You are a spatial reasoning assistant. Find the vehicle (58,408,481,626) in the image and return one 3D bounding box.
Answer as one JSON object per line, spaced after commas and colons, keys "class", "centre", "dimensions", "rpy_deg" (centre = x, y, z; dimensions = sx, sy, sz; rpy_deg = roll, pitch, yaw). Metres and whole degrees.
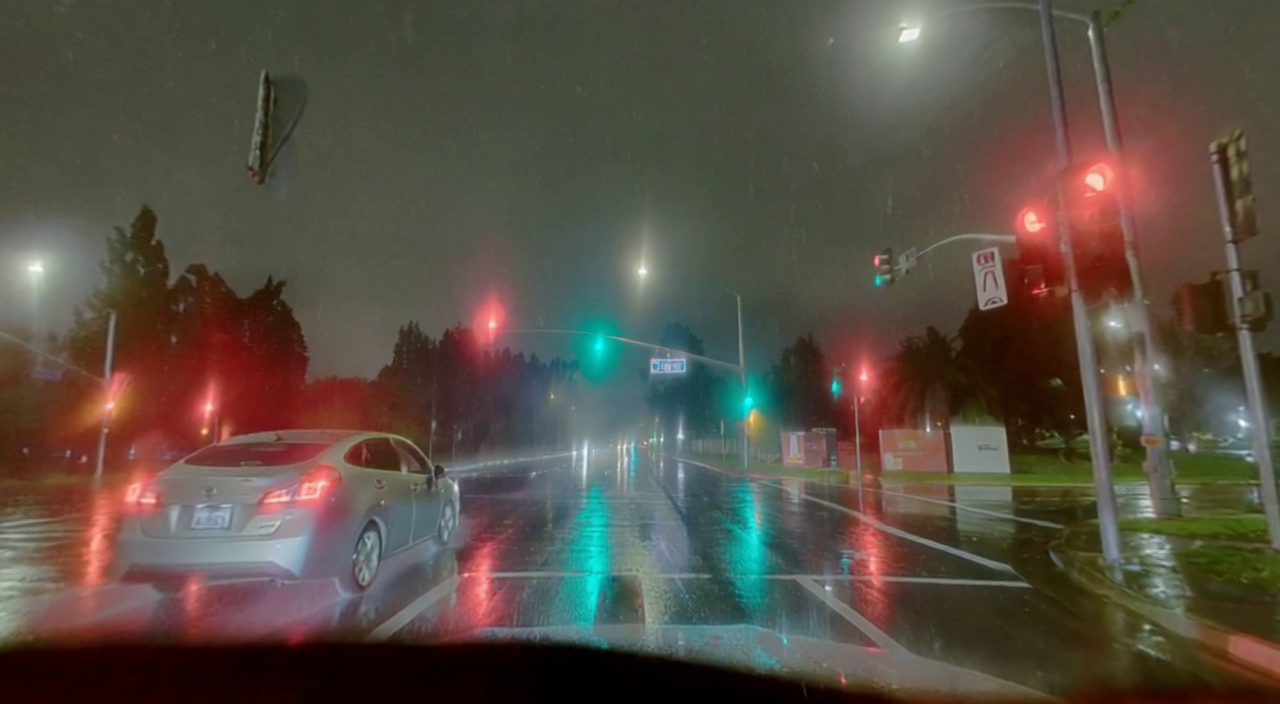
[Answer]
{"class": "vehicle", "centre": [-3.320, 1.556, 7.011], "dimensions": [2.076, 1.599, 4.483], "rpy_deg": [0, -8, -2]}
